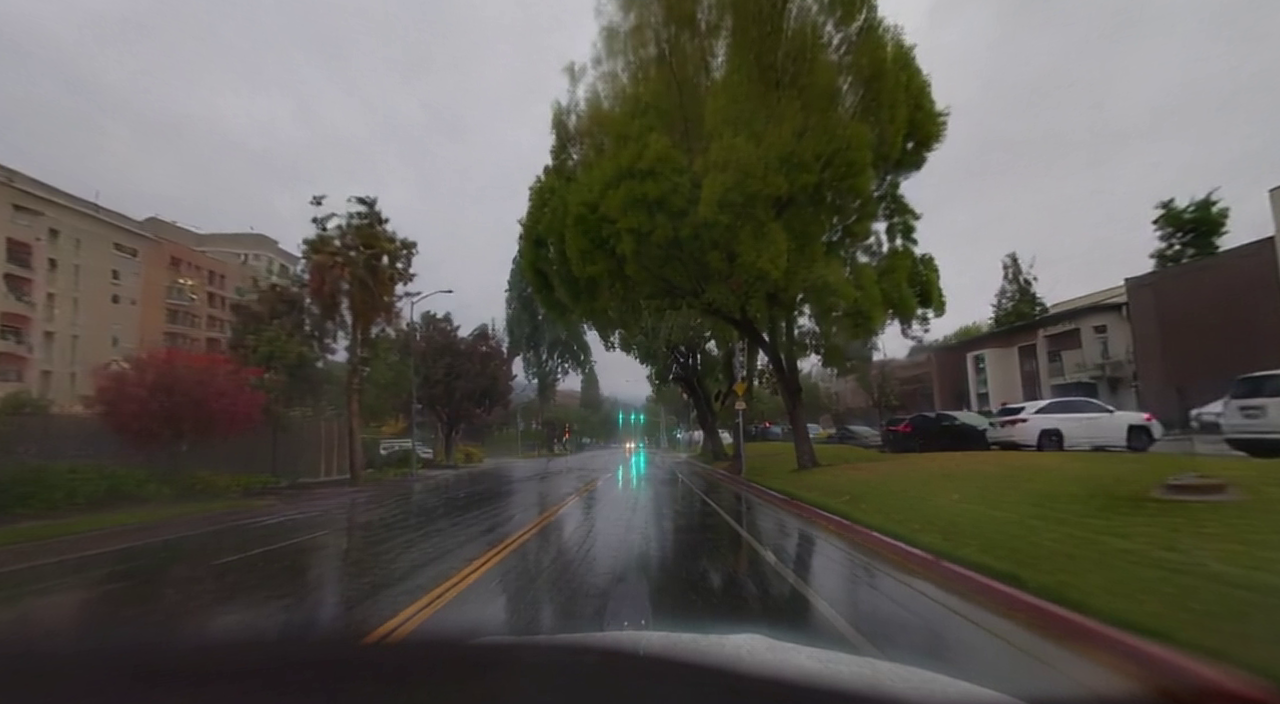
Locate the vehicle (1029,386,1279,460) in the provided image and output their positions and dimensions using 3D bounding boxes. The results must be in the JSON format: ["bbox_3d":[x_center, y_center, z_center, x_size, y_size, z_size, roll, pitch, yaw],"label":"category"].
[{"bbox_3d":[12.374,1.766,15.458,4.284,1.663,2.031,0,-8,1],"label":"vehicle"}]
